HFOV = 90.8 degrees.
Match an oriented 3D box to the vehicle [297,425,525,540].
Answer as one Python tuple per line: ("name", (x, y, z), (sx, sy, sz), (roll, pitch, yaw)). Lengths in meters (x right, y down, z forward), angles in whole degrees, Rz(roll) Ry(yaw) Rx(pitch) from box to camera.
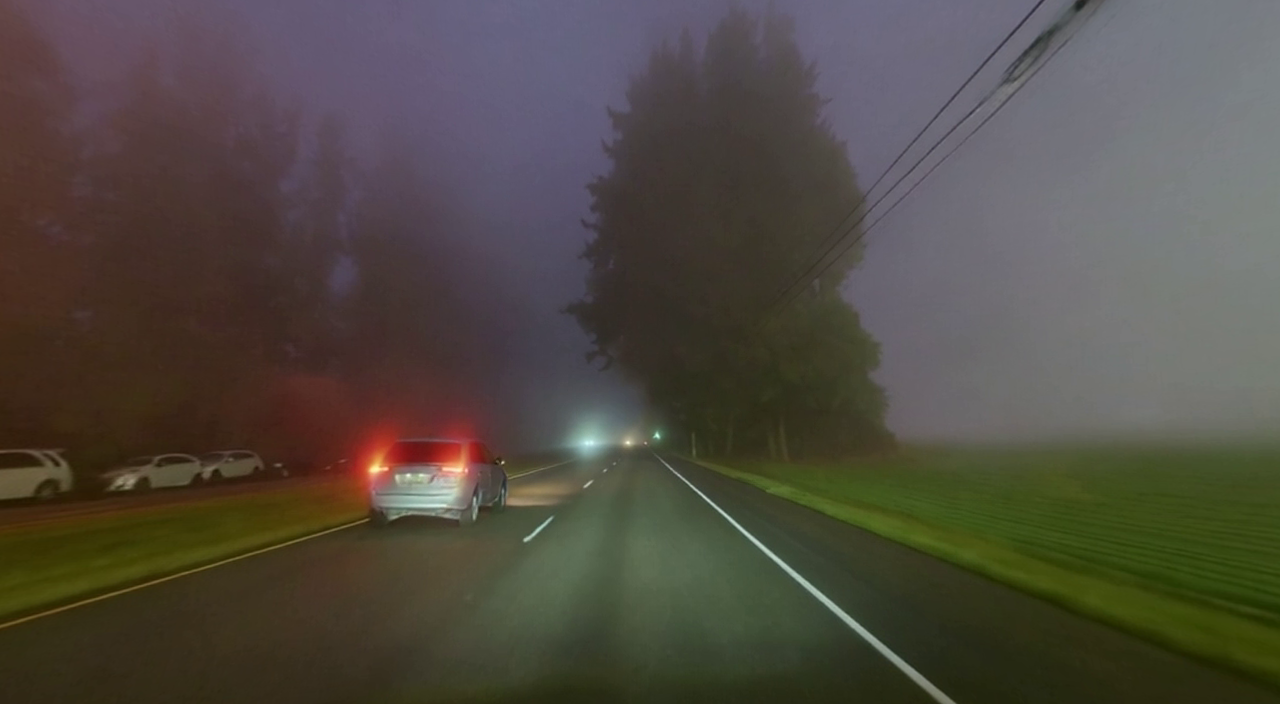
("vehicle", (-3.435, 2.058, 10.725), (2.020, 1.478, 4.890), (0, -8, 0))

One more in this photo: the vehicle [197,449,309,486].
("vehicle", (-17.596, 5.248, 29.060), (2.101, 1.503, 4.778), (0, -8, 0))

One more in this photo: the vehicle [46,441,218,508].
("vehicle", (-17.621, 4.191, 22.329), (2.196, 1.760, 4.871), (-4, -6, -1))
